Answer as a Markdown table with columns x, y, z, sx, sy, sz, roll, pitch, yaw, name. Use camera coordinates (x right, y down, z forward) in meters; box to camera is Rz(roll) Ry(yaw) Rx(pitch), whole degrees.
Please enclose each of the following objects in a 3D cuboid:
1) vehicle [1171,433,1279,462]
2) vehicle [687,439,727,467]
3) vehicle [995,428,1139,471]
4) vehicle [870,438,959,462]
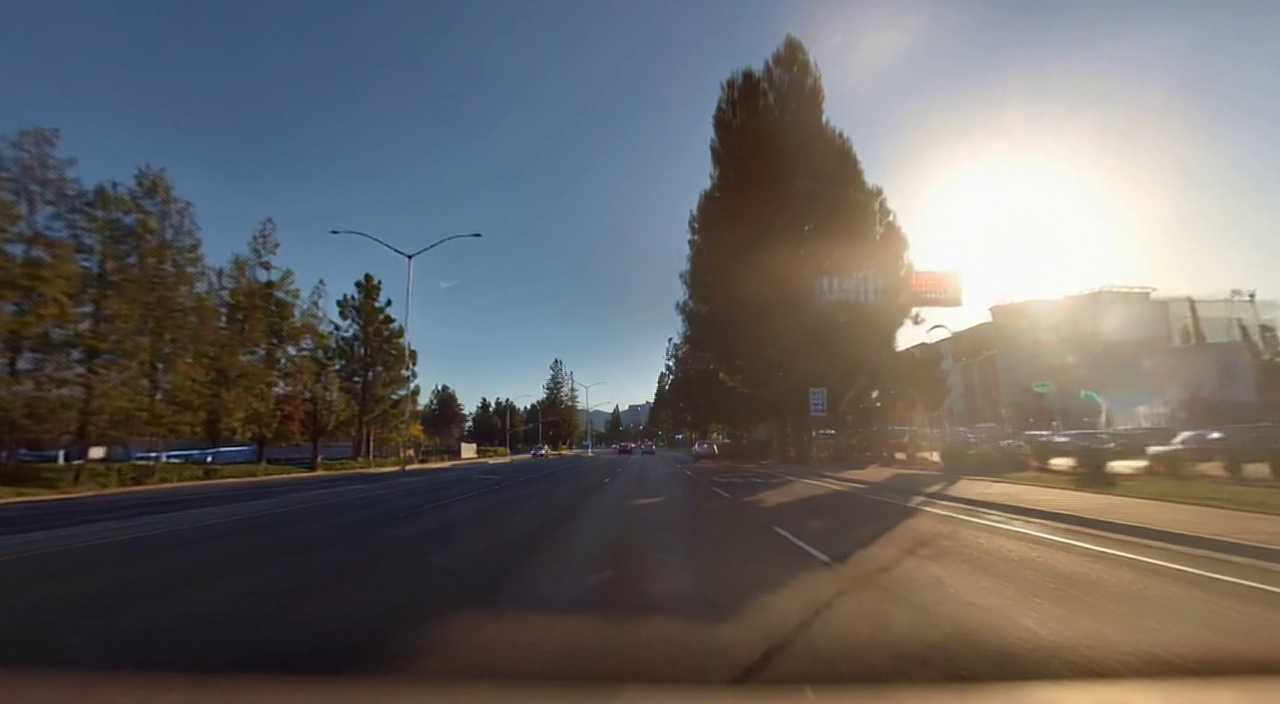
| x | y | z | sx | sy | sz | roll | pitch | yaw | name |
| --- | --- | --- | --- | --- | --- | --- | --- | --- | --- |
| 32.276 | 5.175 | 34.181 | 5.080 | 1.504 | 1.946 | -8 | -12 | 44 | vehicle |
| 4.221 | 6.494 | 40.592 | 2.007 | 1.683 | 4.171 | 0 | -8 | -1 | vehicle |
| 17.731 | 4.066 | 26.390 | 4.386 | 1.701 | 2.121 | -1 | -8 | 3 | vehicle |
| 17.202 | 6.164 | 39.597 | 4.685 | 1.478 | 1.849 | -1 | -9 | 2 | vehicle |
